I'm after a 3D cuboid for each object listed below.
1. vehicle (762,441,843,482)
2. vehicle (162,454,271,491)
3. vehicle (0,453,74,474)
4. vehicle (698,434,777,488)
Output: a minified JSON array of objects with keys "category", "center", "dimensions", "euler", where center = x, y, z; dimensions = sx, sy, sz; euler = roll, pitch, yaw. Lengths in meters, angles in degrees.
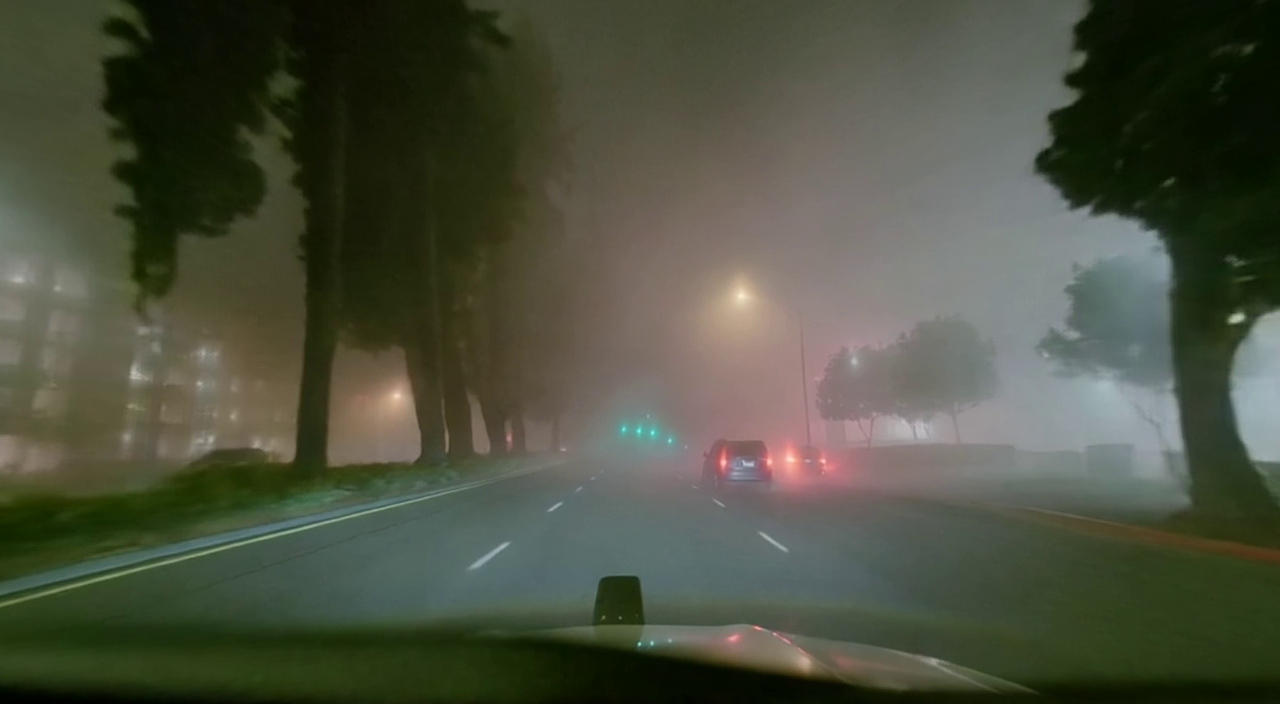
[{"category":"vehicle","center":[6.739,4.586,26.851],"dimensions":[1.918,1.544,4.871],"euler":[-1,-8,-3]},{"category":"vehicle","center":[-19.350,5.485,29.176],"dimensions":[1.839,1.481,4.585],"euler":[0,-8,0]},{"category":"vehicle","center":[-44.365,8.072,45.914],"dimensions":[4.471,1.466,1.887],"euler":[0,-8,-1]},{"category":"vehicle","center":[3.367,3.857,22.802],"dimensions":[2.083,1.743,4.354],"euler":[0,-8,-1]}]
